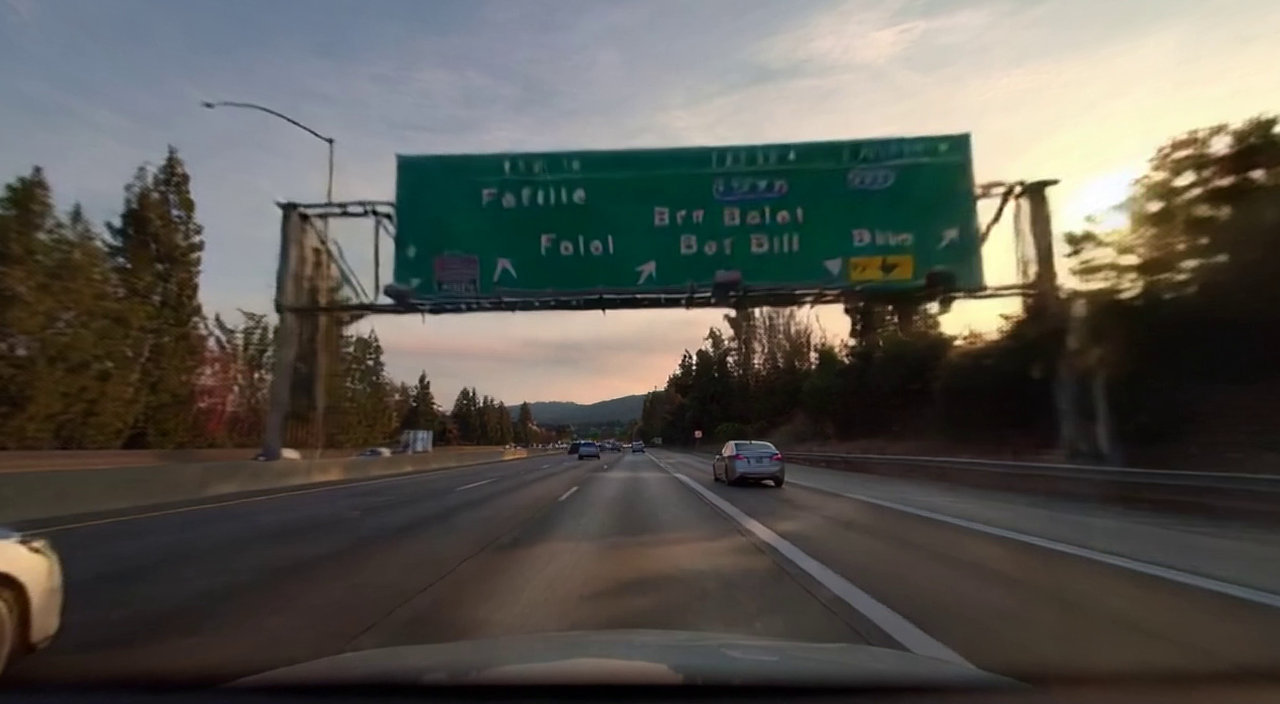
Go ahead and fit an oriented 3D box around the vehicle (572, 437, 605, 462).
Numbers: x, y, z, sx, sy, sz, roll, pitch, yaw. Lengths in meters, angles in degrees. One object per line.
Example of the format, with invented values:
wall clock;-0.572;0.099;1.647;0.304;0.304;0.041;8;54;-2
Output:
vehicle;-3.894;7.467;48.424;2.173;1.793;4.564;0;-9;0

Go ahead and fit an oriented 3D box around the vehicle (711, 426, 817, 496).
vehicle;3.305;3.026;17.759;2.053;1.714;4.097;0;-9;-2
